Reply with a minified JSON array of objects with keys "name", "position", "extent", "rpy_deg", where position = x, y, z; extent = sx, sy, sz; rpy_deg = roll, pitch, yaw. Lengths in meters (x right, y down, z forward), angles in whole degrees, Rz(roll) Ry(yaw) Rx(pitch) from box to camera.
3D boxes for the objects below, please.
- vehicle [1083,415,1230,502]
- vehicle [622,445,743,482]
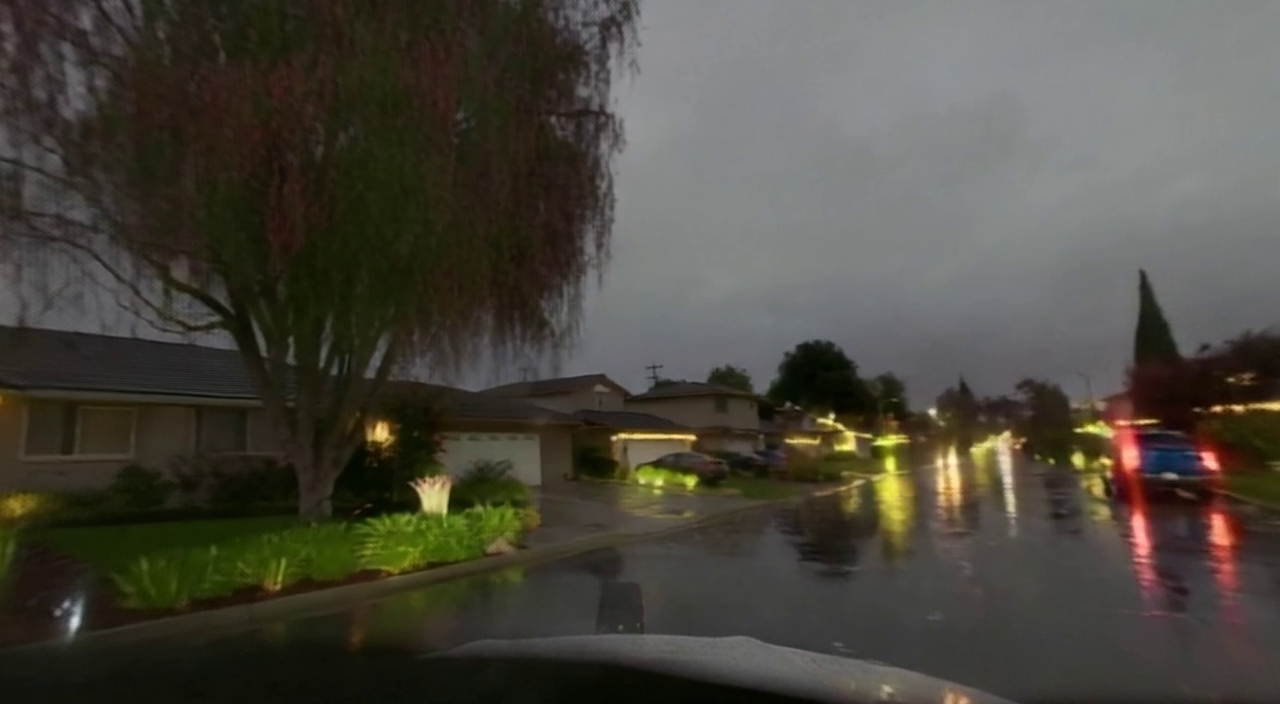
[{"name":"vehicle","position":[14.136,2.911,17.732],"extent":[2.552,2.024,5.414],"rpy_deg":[-6,-10,34]},{"name":"vehicle","position":[1.797,4.775,27.304],"extent":[4.916,1.485,1.807],"rpy_deg":[-5,-10,28]}]
